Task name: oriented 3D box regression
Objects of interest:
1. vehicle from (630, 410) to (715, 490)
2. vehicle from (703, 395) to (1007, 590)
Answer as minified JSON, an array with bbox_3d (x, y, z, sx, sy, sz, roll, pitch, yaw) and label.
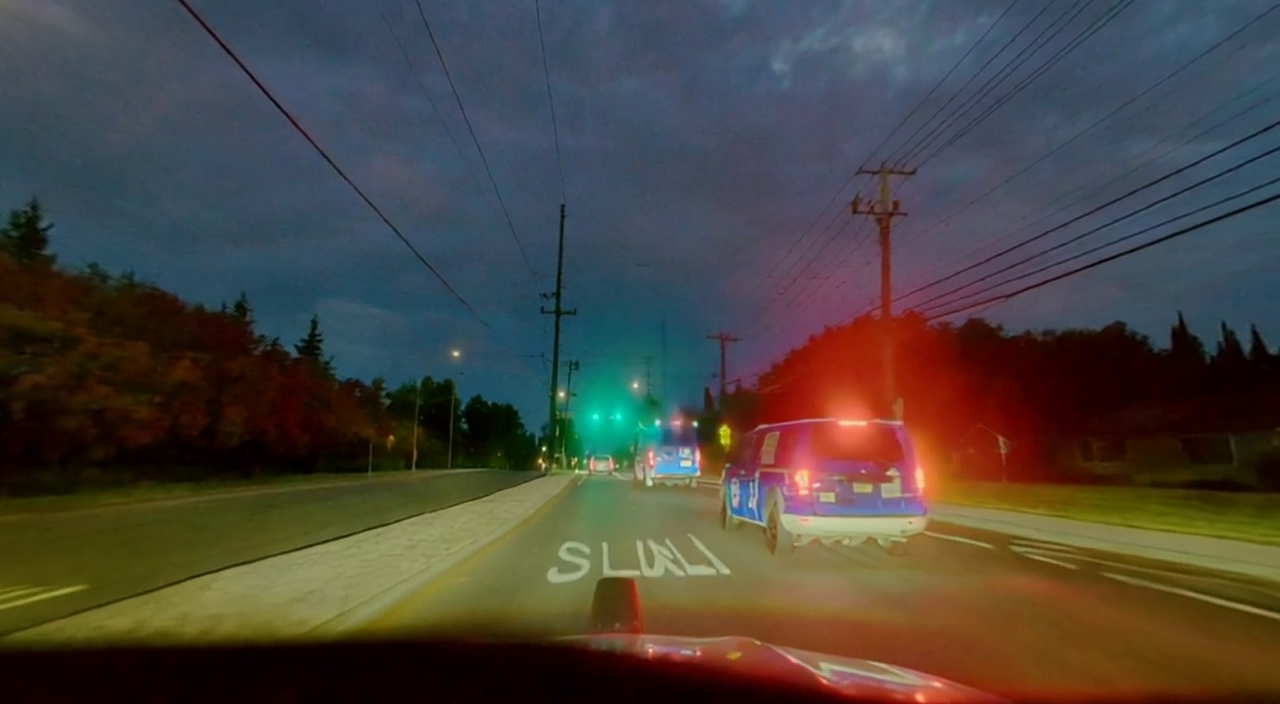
[{"bbox_3d":[1.073,3.728,24.332,2.406,2.687,5.521,1,-8,-6],"label":"vehicle"},{"bbox_3d":[2.421,1.740,8.834,2.194,1.922,4.822,1,-8,-5],"label":"vehicle"}]
